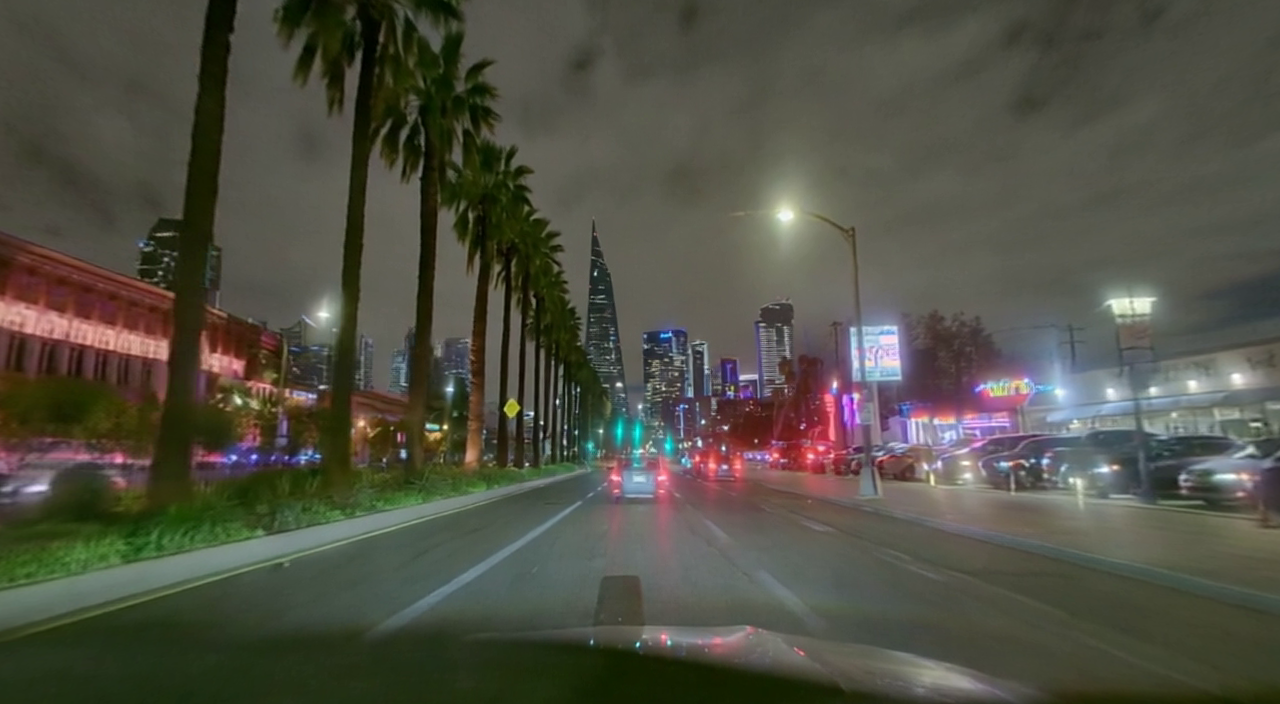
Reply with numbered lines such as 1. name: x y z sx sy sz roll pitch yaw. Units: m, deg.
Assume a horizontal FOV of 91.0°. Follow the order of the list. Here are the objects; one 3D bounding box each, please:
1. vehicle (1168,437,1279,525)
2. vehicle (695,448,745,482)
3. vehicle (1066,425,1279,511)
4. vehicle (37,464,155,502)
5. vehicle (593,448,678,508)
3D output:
1. vehicle: 13.054 2.364 11.798 4.363 1.488 2.248 1 -9 -3
2. vehicle: 4.422 6.304 35.479 2.136 1.774 4.778 0 -9 0
3. vehicle: 12.909 2.597 14.388 4.696 1.776 2.253 0 -9 -3
4. vehicle: -26.569 6.375 30.965 1.913 1.604 4.331 0 -9 0
5. vehicle: -0.082 3.611 18.486 2.235 1.528 3.876 0 -9 1
